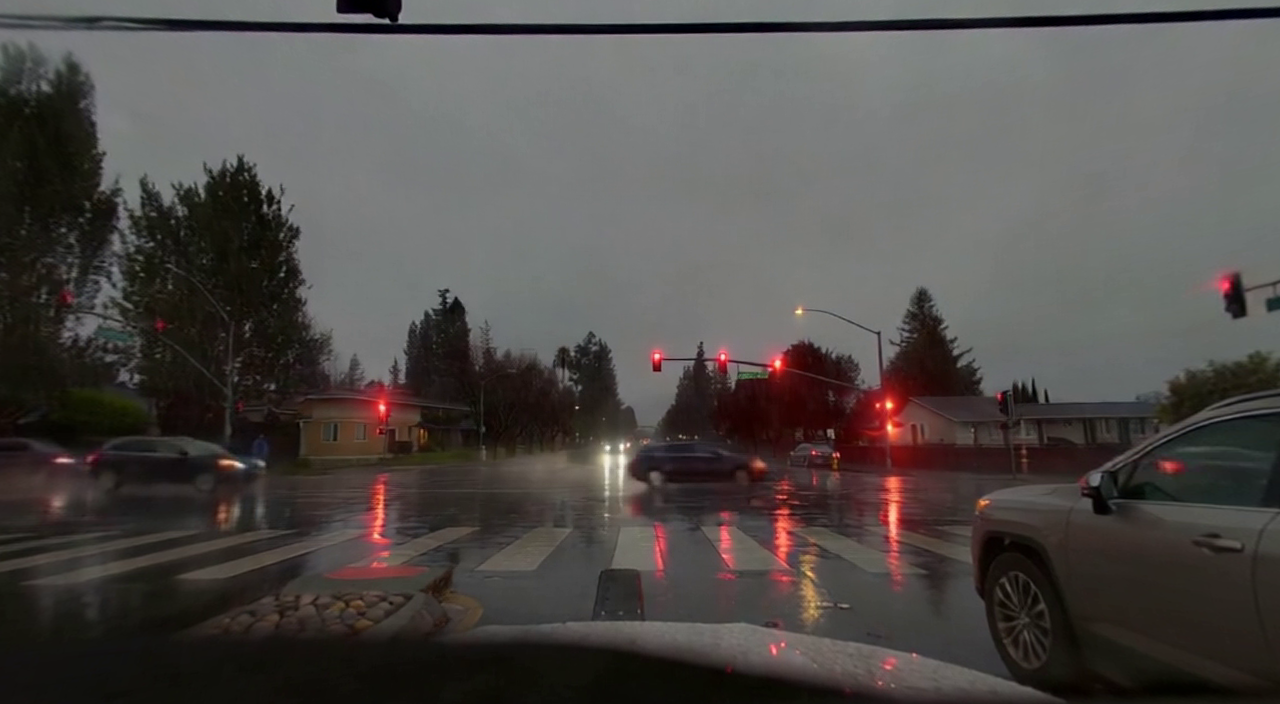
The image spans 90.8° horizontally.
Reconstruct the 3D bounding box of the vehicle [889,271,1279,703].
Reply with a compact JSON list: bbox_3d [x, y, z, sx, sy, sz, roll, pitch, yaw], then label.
[{"bbox_3d":[2.706,0.713,1.717,2.085,1.800,4.908,0,-9,1],"label":"vehicle"}]

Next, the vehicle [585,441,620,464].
[{"bbox_3d":[-2.436,6.713,42.260,2.046,1.491,4.118,0,-9,1],"label":"vehicle"}]

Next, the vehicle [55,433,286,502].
[{"bbox_3d":[-12.070,2.981,16.519,4.332,1.682,2.025,0,-9,-1],"label":"vehicle"}]

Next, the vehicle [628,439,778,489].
[{"bbox_3d":[1.891,3.539,20.154,4.537,1.501,1.950,0,-9,-1],"label":"vehicle"}]

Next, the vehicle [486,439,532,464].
[{"bbox_3d":[-8.967,6.862,43.641,2.028,1.654,5.027,0,-9,1],"label":"vehicle"}]
